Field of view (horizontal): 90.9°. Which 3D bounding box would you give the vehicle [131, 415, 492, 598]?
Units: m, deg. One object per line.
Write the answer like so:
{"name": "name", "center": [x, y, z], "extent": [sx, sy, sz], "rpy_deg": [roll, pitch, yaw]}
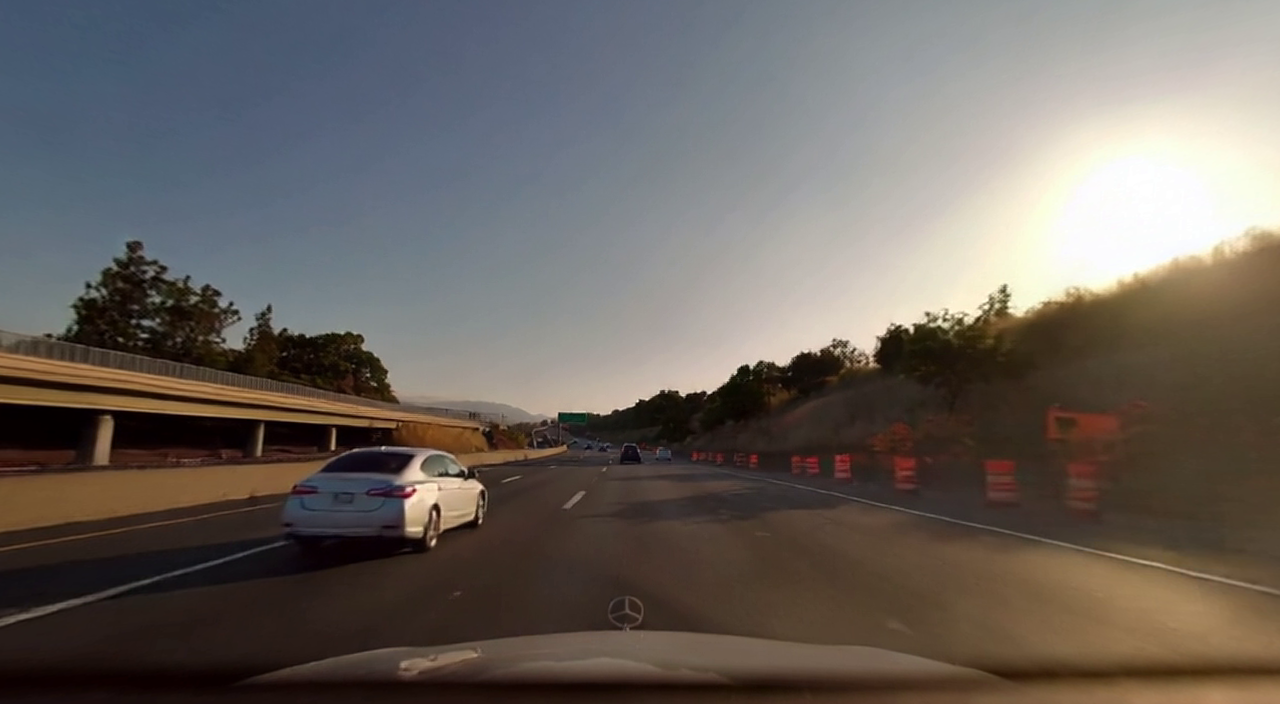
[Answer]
{"name": "vehicle", "center": [-3.572, 1.764, 8.201], "extent": [2.114, 1.650, 4.730], "rpy_deg": [0, -8, 0]}

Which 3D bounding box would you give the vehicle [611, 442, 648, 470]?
{"name": "vehicle", "center": [-0.760, 7.011, 42.771], "extent": [2.328, 1.805, 4.502], "rpy_deg": [0, -8, -2]}
